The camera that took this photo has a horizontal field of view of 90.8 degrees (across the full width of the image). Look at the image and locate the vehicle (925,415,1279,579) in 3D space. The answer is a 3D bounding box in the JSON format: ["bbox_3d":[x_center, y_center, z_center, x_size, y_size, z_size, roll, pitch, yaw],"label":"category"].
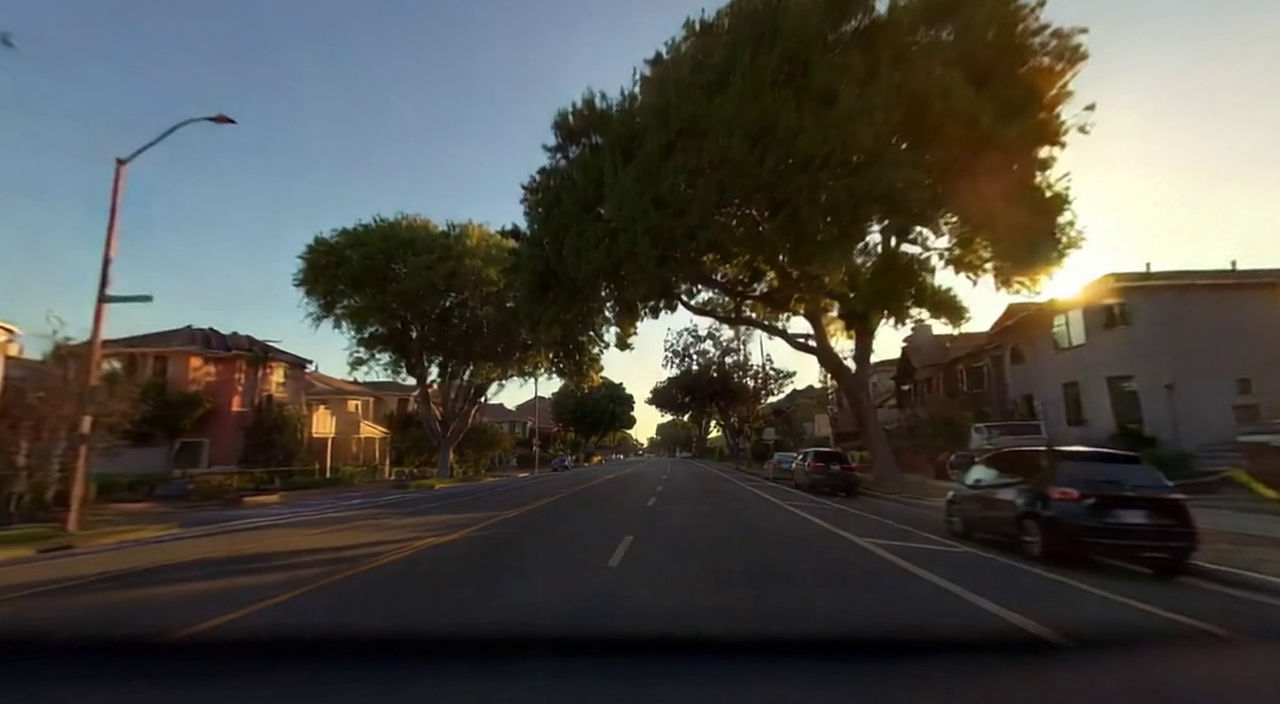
[{"bbox_3d":[5.966,1.819,8.594,1.971,1.558,4.895,-1,-10,1],"label":"vehicle"}]

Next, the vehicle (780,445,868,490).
[{"bbox_3d":[6.815,4.309,23.927,1.938,1.464,4.390,-1,-8,0],"label":"vehicle"}]

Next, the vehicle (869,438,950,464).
[{"bbox_3d":[17.238,6.392,40.595,4.293,1.640,1.861,0,-10,2],"label":"vehicle"}]
